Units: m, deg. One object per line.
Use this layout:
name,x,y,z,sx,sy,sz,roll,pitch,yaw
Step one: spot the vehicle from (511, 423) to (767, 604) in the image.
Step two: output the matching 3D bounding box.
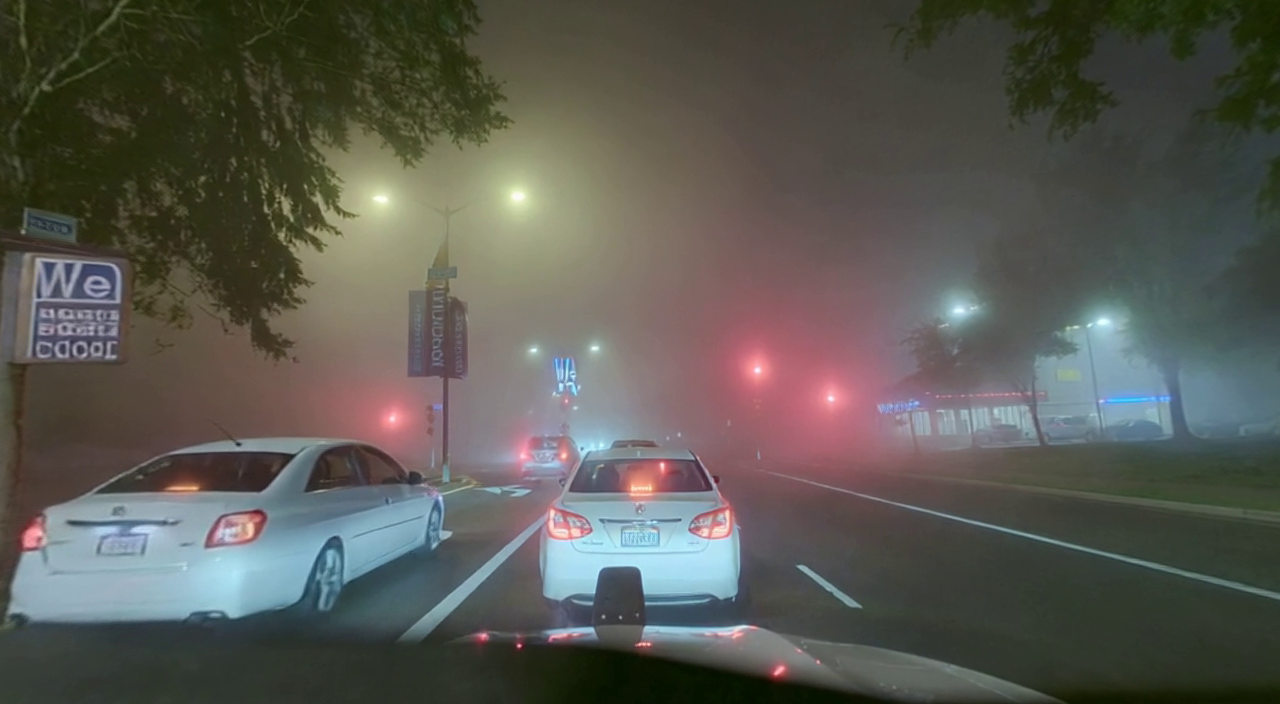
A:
vehicle,-0.064,1.635,7.299,2.126,1.475,3.967,0,-8,-2

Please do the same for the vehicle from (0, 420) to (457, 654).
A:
vehicle,-3.501,1.521,6.345,1.961,1.487,4.453,0,-8,0
